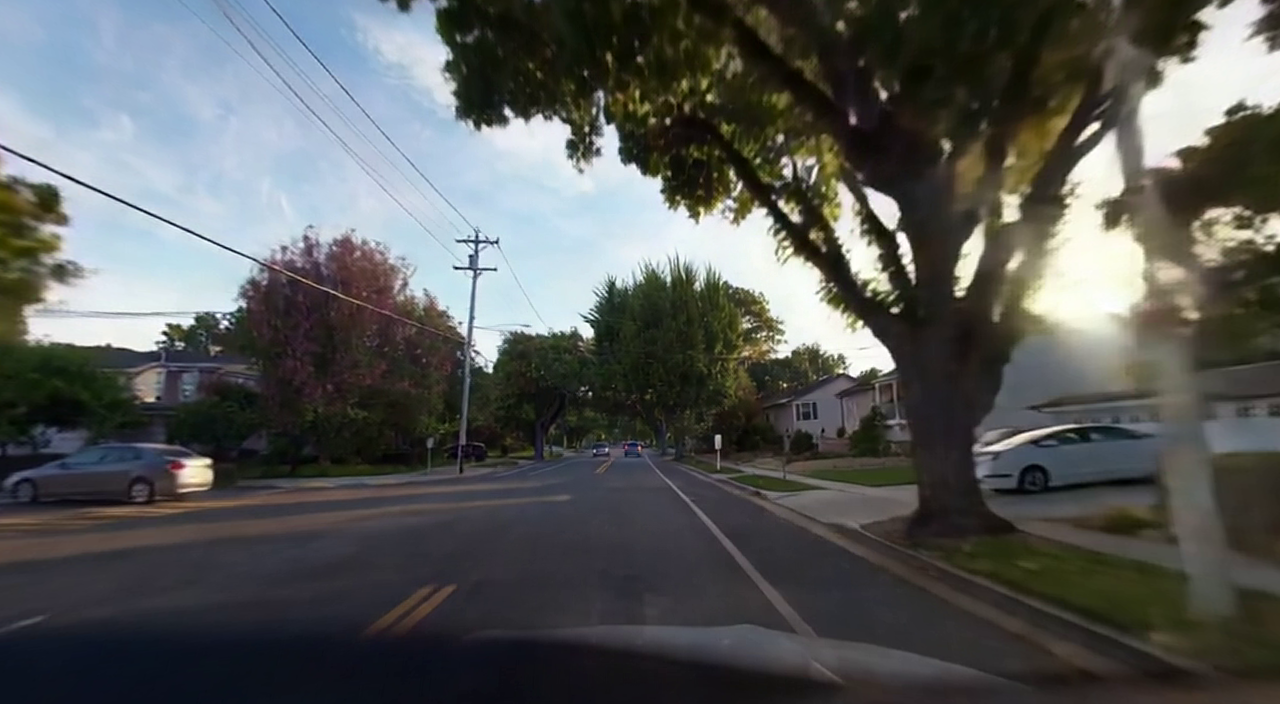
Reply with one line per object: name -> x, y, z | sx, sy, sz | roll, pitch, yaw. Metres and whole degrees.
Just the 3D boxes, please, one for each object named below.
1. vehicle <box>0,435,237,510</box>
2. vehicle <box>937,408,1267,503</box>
vehicle -> -14.360, 3.214, 17.139 | 5.217, 1.866, 2.342 | 0, -8, 1
vehicle -> 9.048, 2.087, 12.918 | 4.953, 1.704, 1.952 | -2, -9, 11
